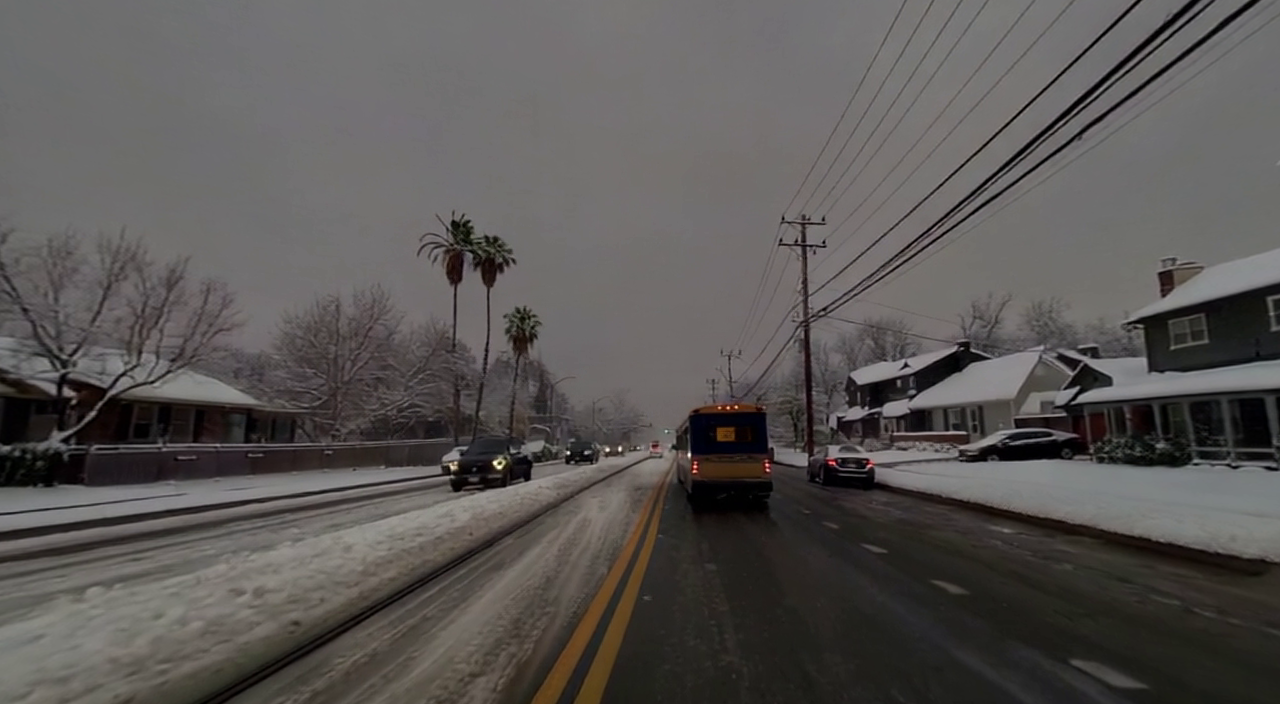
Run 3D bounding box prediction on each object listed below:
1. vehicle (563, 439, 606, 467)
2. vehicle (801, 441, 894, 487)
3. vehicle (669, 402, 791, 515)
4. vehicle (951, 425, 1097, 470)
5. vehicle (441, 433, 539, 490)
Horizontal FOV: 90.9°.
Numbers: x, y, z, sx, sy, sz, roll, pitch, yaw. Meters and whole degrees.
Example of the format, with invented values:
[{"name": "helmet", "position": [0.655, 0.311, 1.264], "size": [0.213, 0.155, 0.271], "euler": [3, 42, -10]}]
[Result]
[{"name": "vehicle", "position": [-3.378, 6.196, 38.886], "size": [1.965, 1.653, 4.251], "euler": [-1, -8, 4]}, {"name": "vehicle", "position": [7.157, 3.894, 22.268], "size": [2.022, 1.456, 4.246], "euler": [-1, -8, 3]}, {"name": "vehicle", "position": [1.774, 2.268, 13.792], "size": [2.168, 2.040, 4.527], "euler": [-1, -8, 3]}, {"name": "vehicle", "position": [16.541, 4.113, 27.425], "size": [4.749, 1.699, 2.311], "euler": [-3, -6, 5]}, {"name": "vehicle", "position": [-4.905, 3.637, 21.320], "size": [1.948, 1.706, 4.407], "euler": [-1, -8, 4]}]
